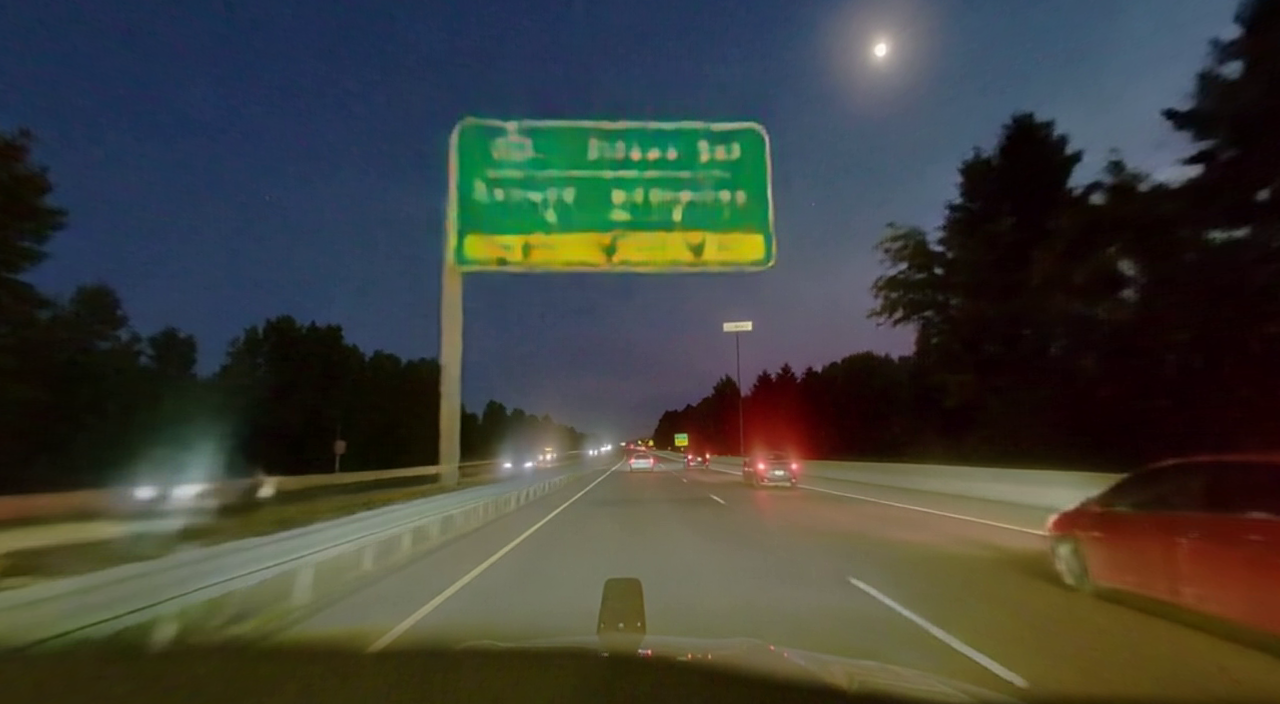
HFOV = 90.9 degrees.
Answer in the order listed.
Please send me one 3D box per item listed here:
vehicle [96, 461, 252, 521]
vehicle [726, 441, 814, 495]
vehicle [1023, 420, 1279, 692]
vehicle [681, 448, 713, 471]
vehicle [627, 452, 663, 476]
[{"bbox_3d":[-13.389,3.977,18.418,1.727,1.466,3.671,0,-9,0],"label":"vehicle"},{"bbox_3d":[4.340,3.939,21.736,1.969,1.639,4.472,0,-9,-1],"label":"vehicle"},{"bbox_3d":[4.528,1.187,3.865,1.952,1.495,3.740,0,-9,0],"label":"vehicle"},{"bbox_3d":[4.227,7.990,47.047,1.935,1.594,3.981,0,-9,-2],"label":"vehicle"},{"bbox_3d":[0.276,6.633,37.444,2.012,1.320,3.777,0,-9,0],"label":"vehicle"}]
